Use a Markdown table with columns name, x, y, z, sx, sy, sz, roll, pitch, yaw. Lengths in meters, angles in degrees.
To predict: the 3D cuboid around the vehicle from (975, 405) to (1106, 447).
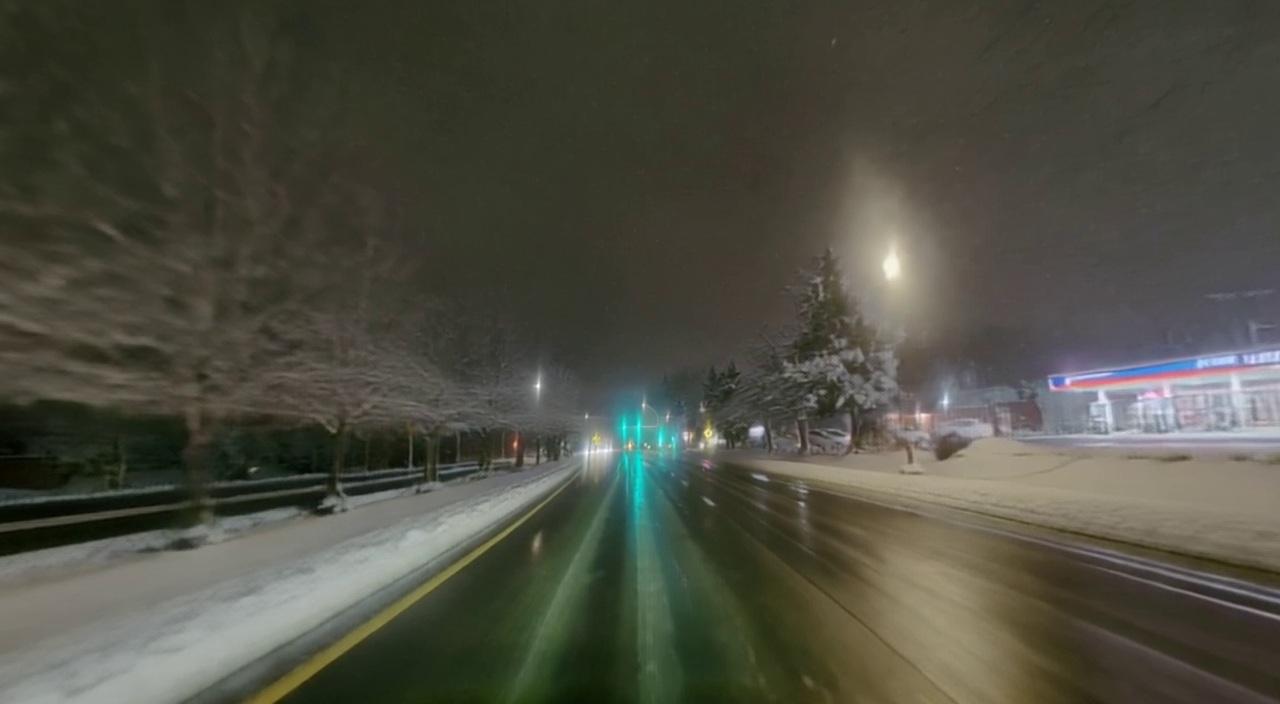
| name | x | y | z | sx | sy | sz | roll | pitch | yaw |
| --- | --- | --- | --- | --- | --- | --- | --- | --- | --- |
| vehicle | 21.229 | 3.979 | 33.670 | 5.483 | 1.801 | 2.202 | 3 | -9 | 0 |
